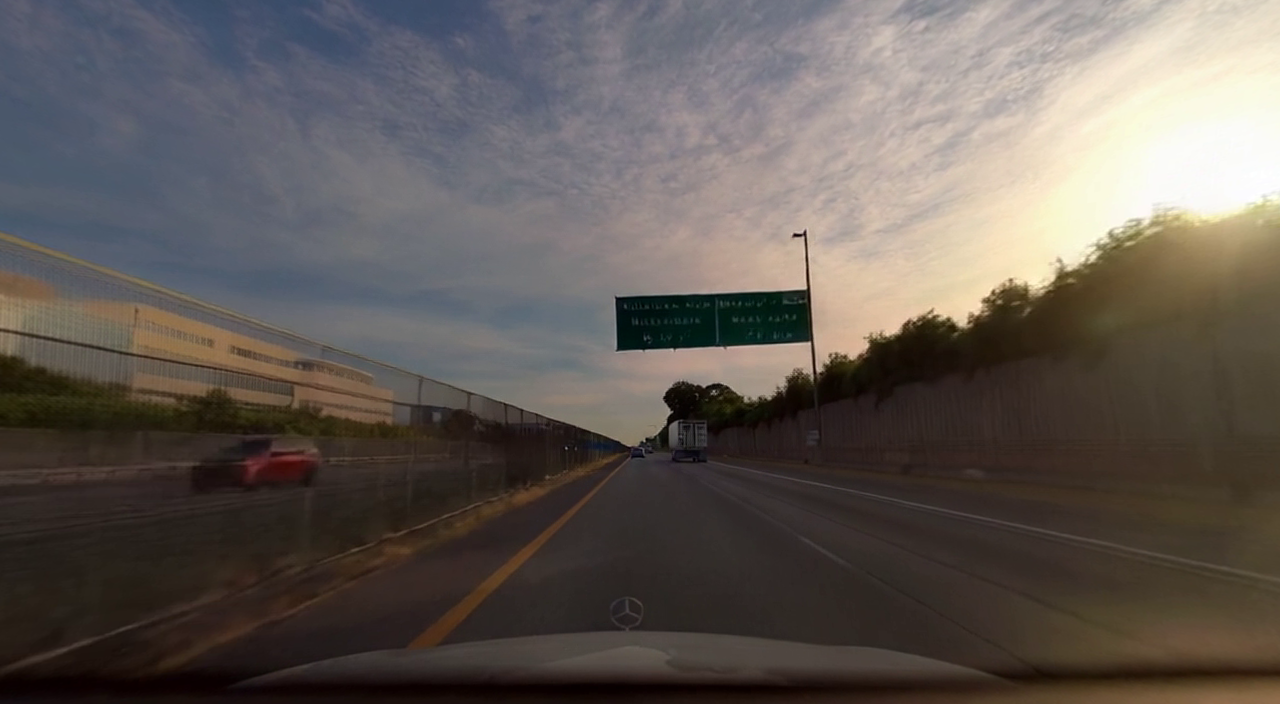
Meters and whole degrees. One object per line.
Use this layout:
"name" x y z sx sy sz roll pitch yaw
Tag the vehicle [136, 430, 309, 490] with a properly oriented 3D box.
"vehicle" -12.116 3.174 18.798 1.914 1.562 4.690 0 -9 0
